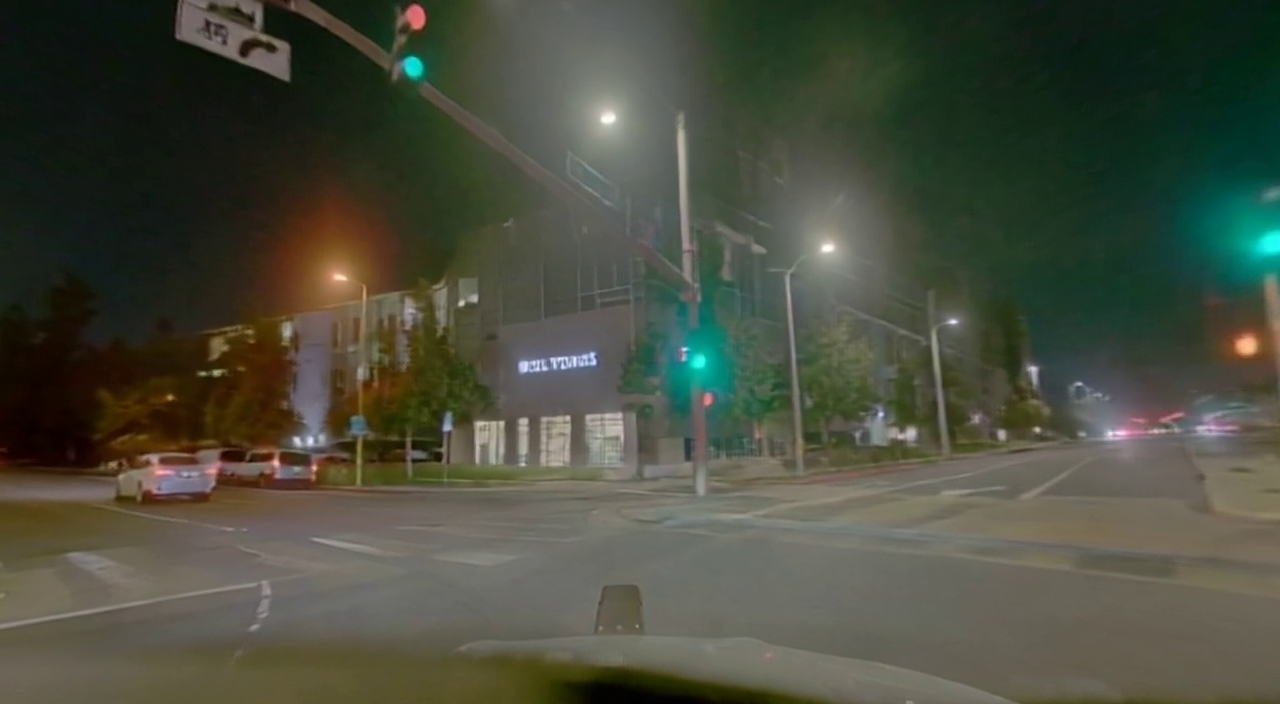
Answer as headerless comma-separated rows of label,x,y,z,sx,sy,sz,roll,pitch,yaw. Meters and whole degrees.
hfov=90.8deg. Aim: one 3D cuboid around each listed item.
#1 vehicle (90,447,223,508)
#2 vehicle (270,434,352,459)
vehicle,-15.391,3.876,20.053,4.312,1.642,2.197,-6,-10,37
vehicle,-24.208,6.958,46.684,2.189,1.737,4.851,-6,-9,34
